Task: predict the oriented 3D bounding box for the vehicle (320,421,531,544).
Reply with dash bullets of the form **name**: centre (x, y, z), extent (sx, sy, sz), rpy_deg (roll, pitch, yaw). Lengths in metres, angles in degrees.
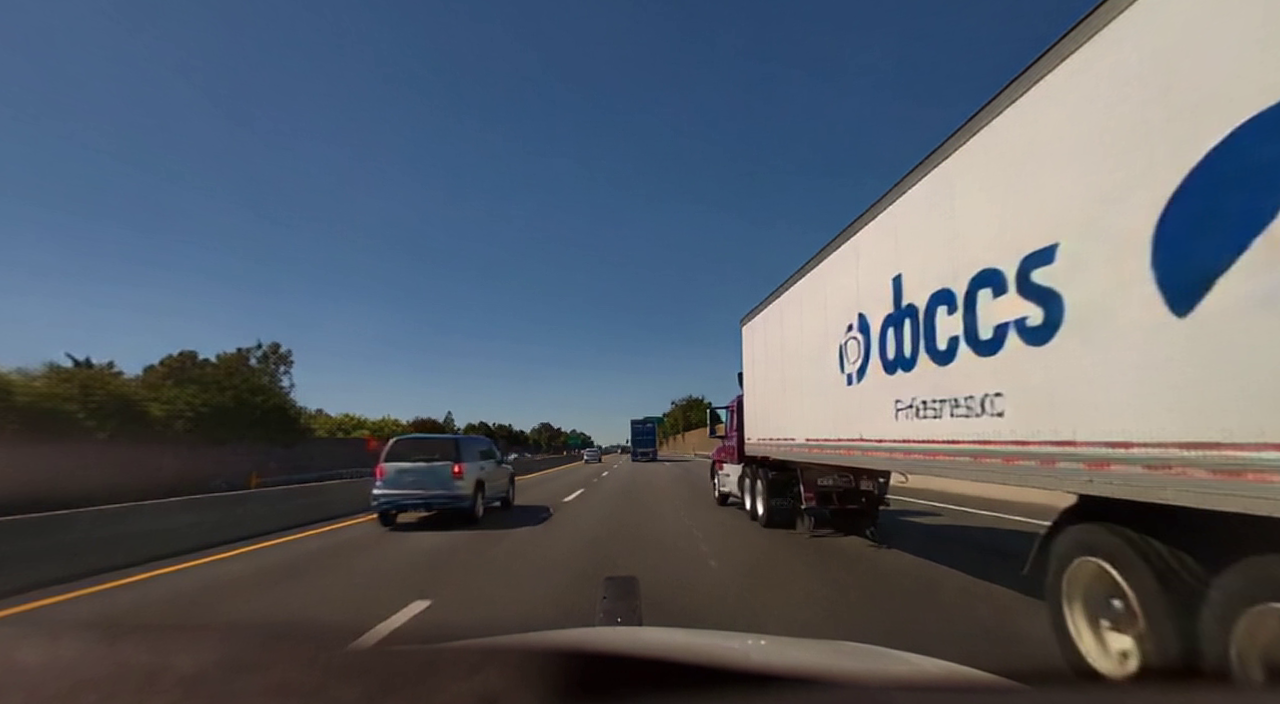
- **vehicle**: centre (-3.368, 2.155, 10.926), extent (2.160, 1.691, 4.243), rpy_deg (0, -9, 0)
